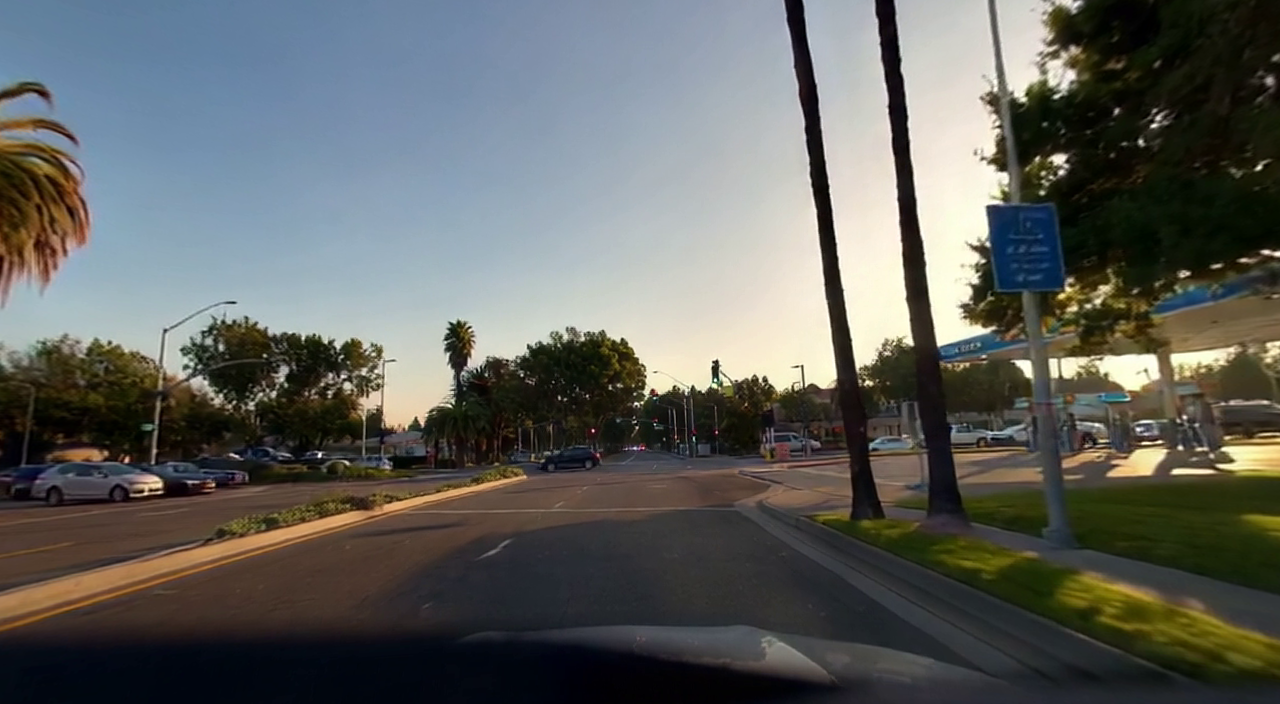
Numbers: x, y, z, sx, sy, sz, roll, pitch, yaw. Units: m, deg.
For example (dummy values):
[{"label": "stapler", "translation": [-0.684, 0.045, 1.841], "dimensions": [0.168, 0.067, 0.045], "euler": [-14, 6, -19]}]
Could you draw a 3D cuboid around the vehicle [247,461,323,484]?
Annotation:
[{"label": "vehicle", "translation": [-25.609, 8.730, 45.672], "dimensions": [4.407, 1.565, 1.861], "euler": [0, -9, 3]}]

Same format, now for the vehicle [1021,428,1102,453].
[{"label": "vehicle", "translation": [30.351, 6.404, 45.584], "dimensions": [4.286, 1.519, 2.070], "euler": [-2, -9, -2]}]

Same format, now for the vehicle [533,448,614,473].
[{"label": "vehicle", "translation": [-4.159, 6.839, 40.127], "dimensions": [4.763, 1.496, 1.920], "euler": [6, -10, -34]}]

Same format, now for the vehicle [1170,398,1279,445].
[{"label": "vehicle", "translation": [42.831, 4.901, 44.401], "dimensions": [8.366, 3.165, 2.720], "euler": [0, -8, 1]}]

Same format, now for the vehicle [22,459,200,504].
[{"label": "vehicle", "translation": [-19.419, 4.749, 23.370], "dimensions": [4.758, 1.542, 1.941], "euler": [0, -9, -2]}]
